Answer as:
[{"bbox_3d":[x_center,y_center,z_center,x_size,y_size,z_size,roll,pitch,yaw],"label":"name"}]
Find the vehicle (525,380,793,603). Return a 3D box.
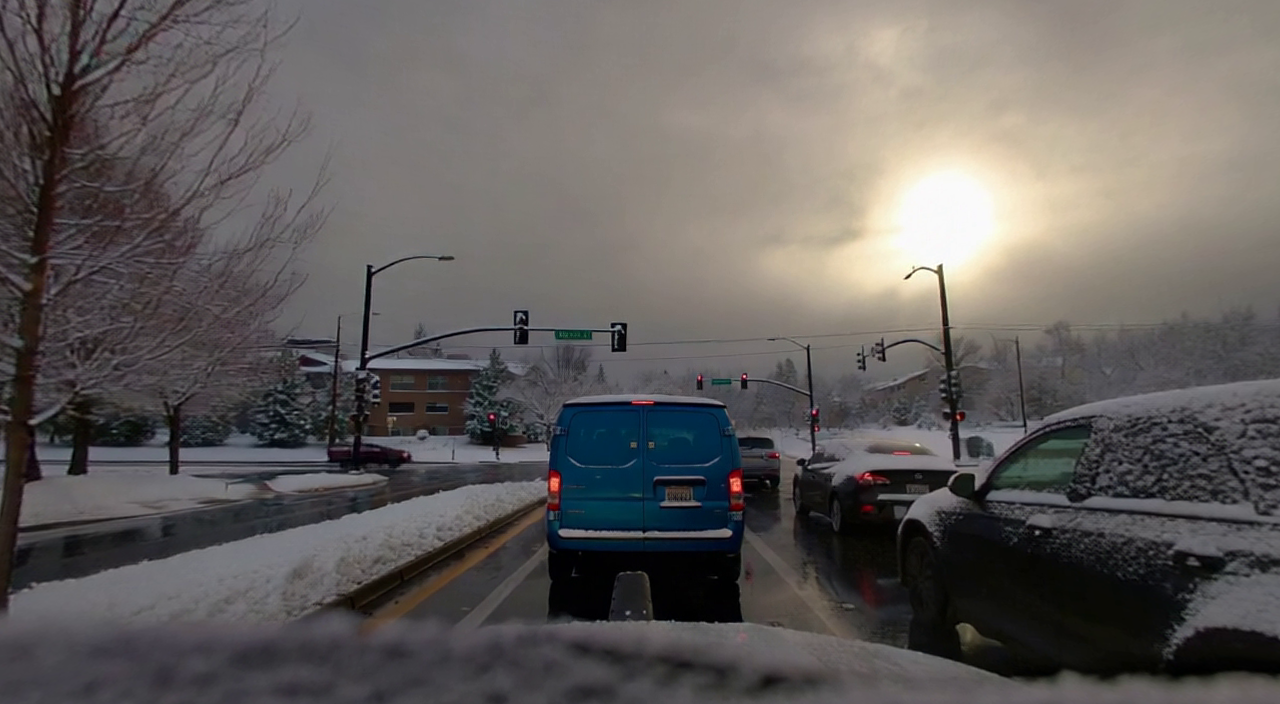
[{"bbox_3d":[0.171,1.466,7.440,2.185,1.822,4.391,0,-8,0],"label":"vehicle"}]

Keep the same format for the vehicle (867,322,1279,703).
[{"bbox_3d":[2.893,0.950,3.178,1.971,1.663,4.287,0,-8,2],"label":"vehicle"}]

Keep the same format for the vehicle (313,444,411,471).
[{"bbox_3d":[-15.808,6.008,36.002,4.664,1.449,1.992,1,-8,-7],"label":"vehicle"}]
